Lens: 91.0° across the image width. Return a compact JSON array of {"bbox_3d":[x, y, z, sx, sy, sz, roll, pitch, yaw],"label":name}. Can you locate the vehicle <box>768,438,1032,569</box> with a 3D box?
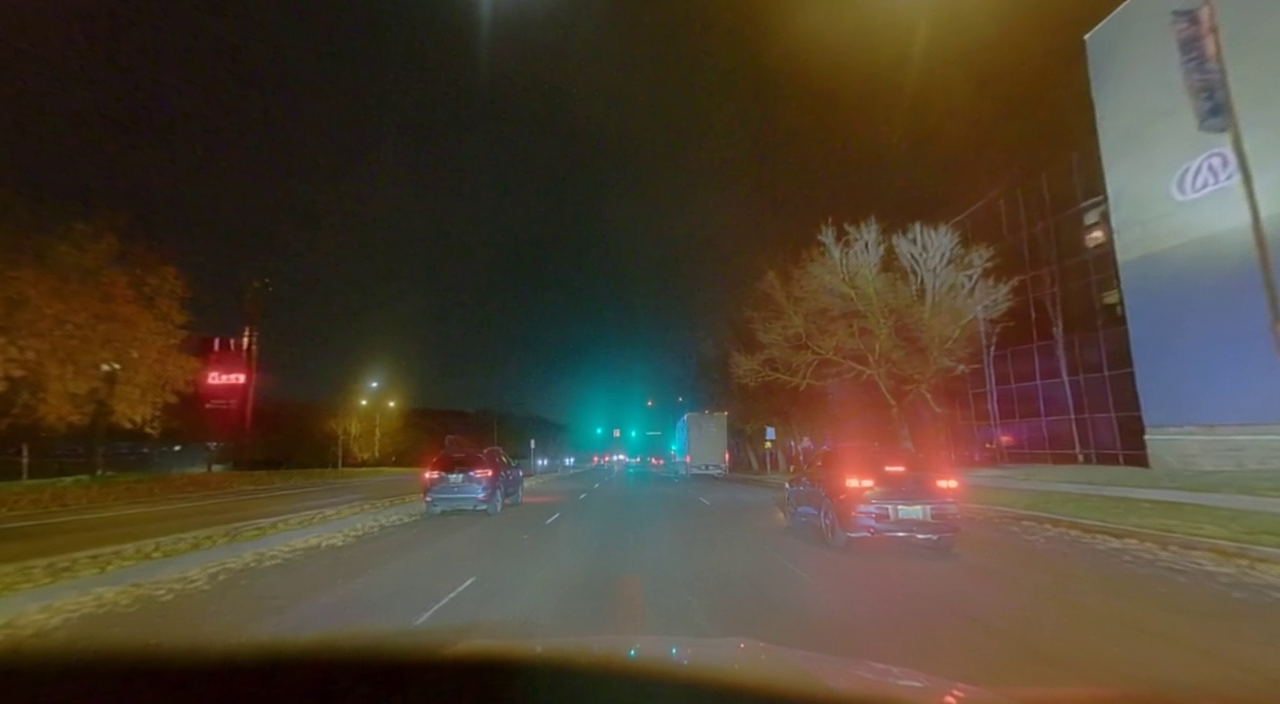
[{"bbox_3d":[3.444,2.088,9.643,1.915,1.449,4.970,0,-8,0],"label":"vehicle"}]

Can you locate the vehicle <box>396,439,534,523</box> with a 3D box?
[{"bbox_3d":[-3.637,2.746,14.021,1.751,1.540,4.481,0,-8,1],"label":"vehicle"}]

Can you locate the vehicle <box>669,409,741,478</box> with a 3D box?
[{"bbox_3d":[3.765,5.748,39.544,3.003,3.680,10.684,0,-8,-2],"label":"vehicle"}]
